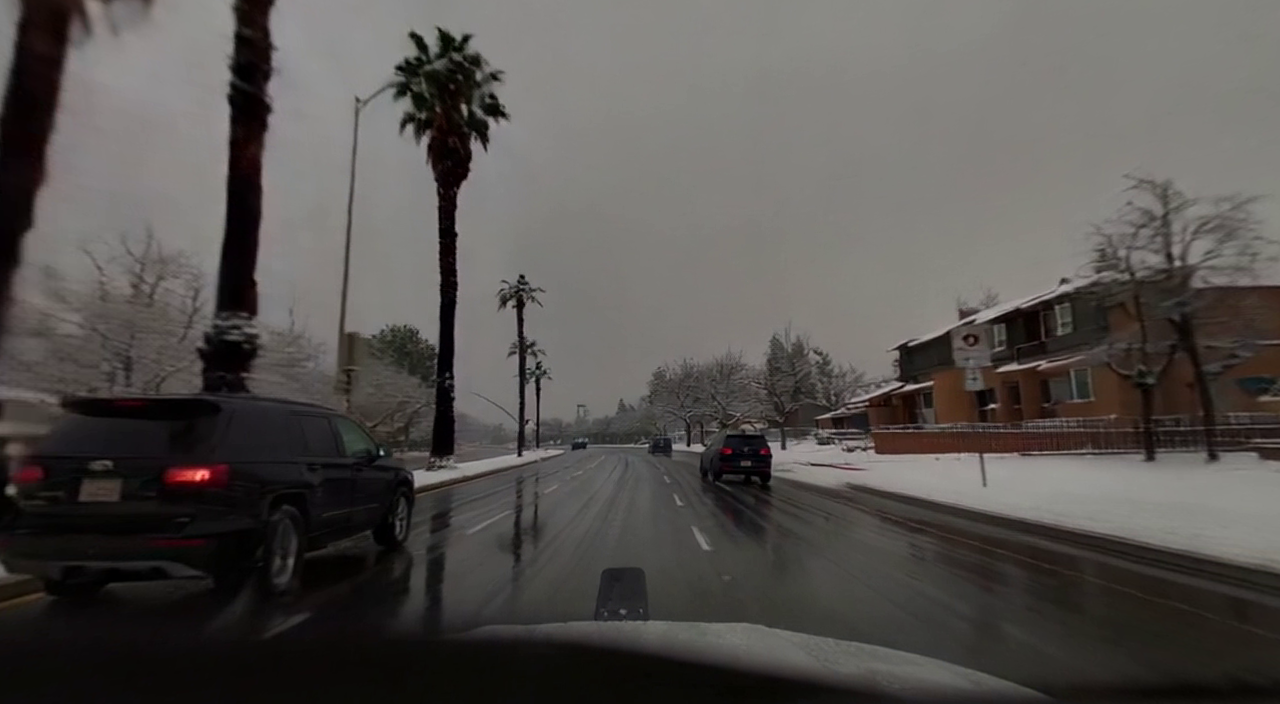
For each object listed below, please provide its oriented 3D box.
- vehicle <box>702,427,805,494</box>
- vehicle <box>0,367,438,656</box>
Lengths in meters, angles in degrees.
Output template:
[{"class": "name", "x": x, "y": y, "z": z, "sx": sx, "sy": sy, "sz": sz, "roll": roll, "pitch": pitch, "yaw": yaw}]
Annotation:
[{"class": "vehicle", "x": 3.309, "y": 3.293, "z": 19.440, "sx": 2.195, "sy": 1.804, "sz": 4.658, "roll": 0, "pitch": -8, "yaw": -2}, {"class": "vehicle", "x": -3.938, "y": 1.329, "z": 6.354, "sx": 2.150, "sy": 1.768, "sz": 4.868, "roll": 0, "pitch": -8, "yaw": 0}]
